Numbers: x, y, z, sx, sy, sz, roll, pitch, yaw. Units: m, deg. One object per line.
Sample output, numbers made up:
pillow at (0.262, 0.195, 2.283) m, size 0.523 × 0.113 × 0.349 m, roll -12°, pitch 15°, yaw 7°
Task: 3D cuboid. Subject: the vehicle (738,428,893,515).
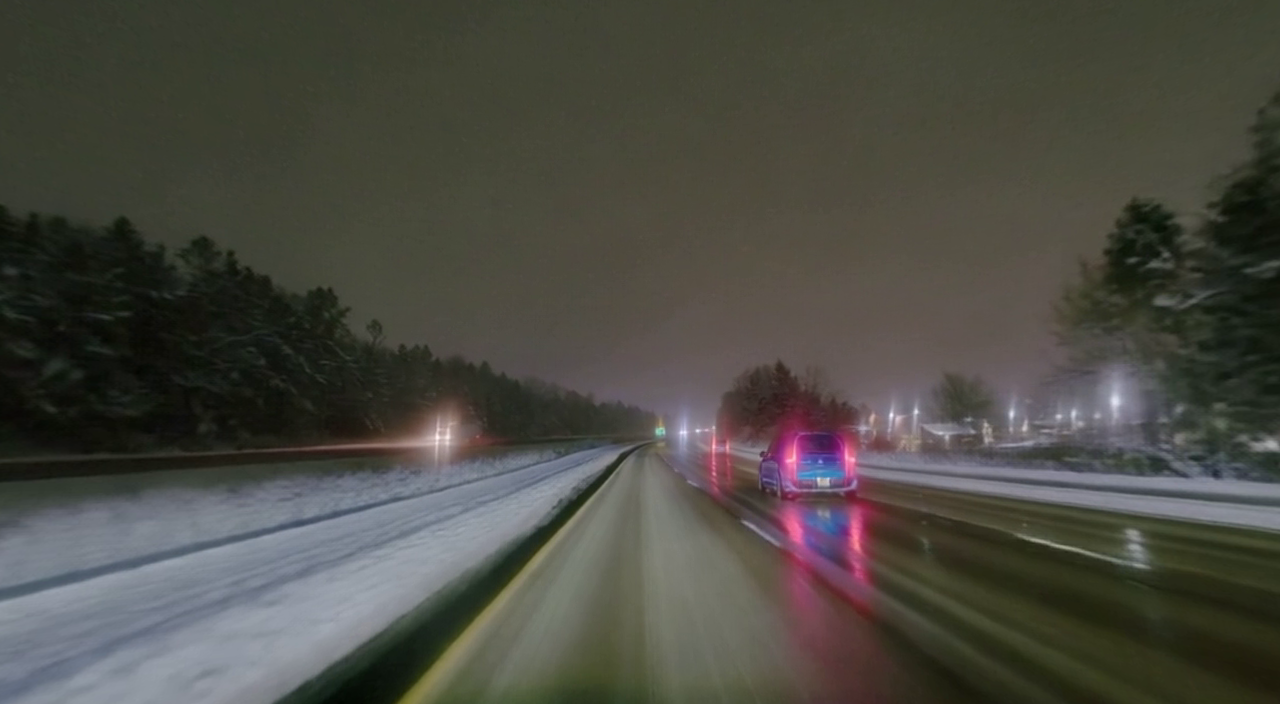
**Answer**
vehicle at (3.513, 2.490, 13.630) m, size 2.050 × 1.546 × 4.344 m, roll 0°, pitch -8°, yaw -1°
